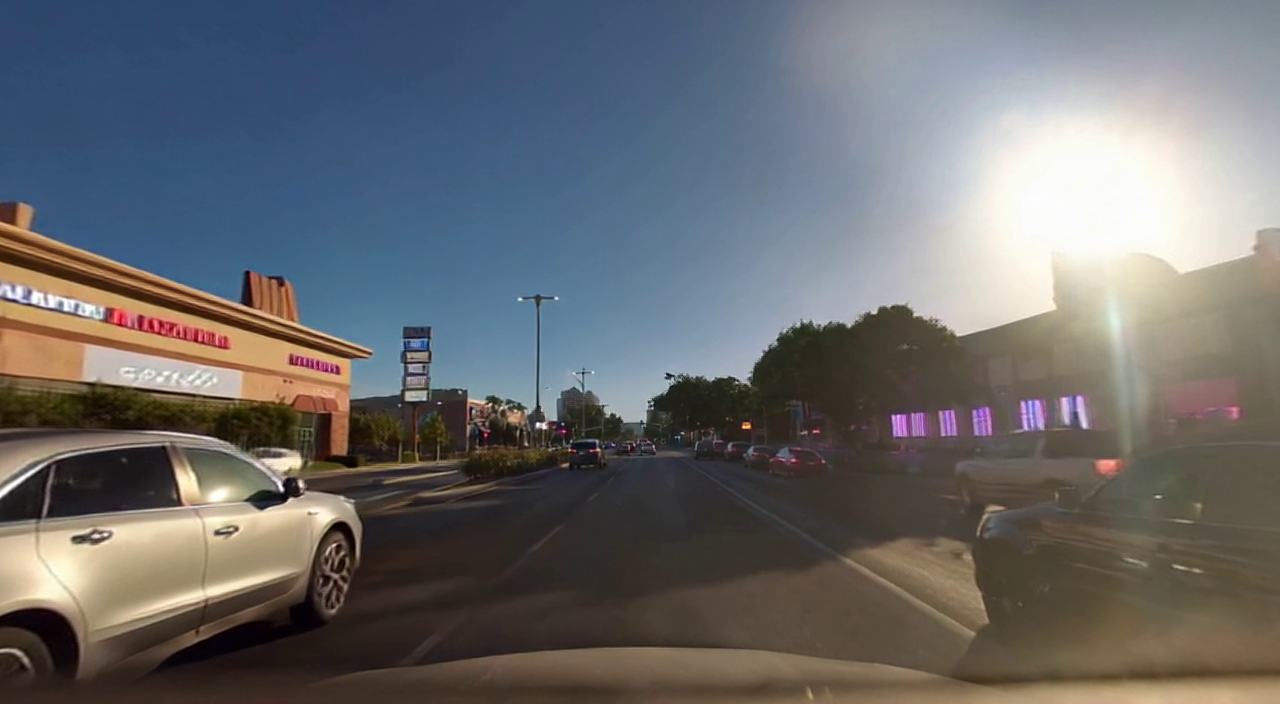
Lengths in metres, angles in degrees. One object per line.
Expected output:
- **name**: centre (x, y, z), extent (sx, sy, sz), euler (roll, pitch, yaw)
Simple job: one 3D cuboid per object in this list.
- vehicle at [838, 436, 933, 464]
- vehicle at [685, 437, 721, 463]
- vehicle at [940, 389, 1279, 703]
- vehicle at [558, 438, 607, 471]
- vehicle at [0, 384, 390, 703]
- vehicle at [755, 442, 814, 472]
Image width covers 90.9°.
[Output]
- **vehicle**: centre (15.975, 6.386, 41.212), extent (5.370, 1.699, 1.996), euler (-8, -11, 42)
- **vehicle**: centre (4.354, 6.800, 43.974), extent (2.007, 1.683, 4.171), euler (0, -8, -1)
- **vehicle**: centre (3.313, 0.920, 2.504), extent (1.981, 1.499, 4.536), euler (0, -8, 0)
- **vehicle**: centre (-2.813, 5.130, 31.849), extent (1.917, 1.511, 4.436), euler (-1, -8, 2)
- **vehicle**: centre (-3.389, 1.004, 3.157), extent (2.155, 1.504, 4.776), euler (-1, -8, 2)
- **vehicle**: centre (7.606, 5.586, 33.731), extent (1.976, 1.469, 4.576), euler (0, -8, -1)
